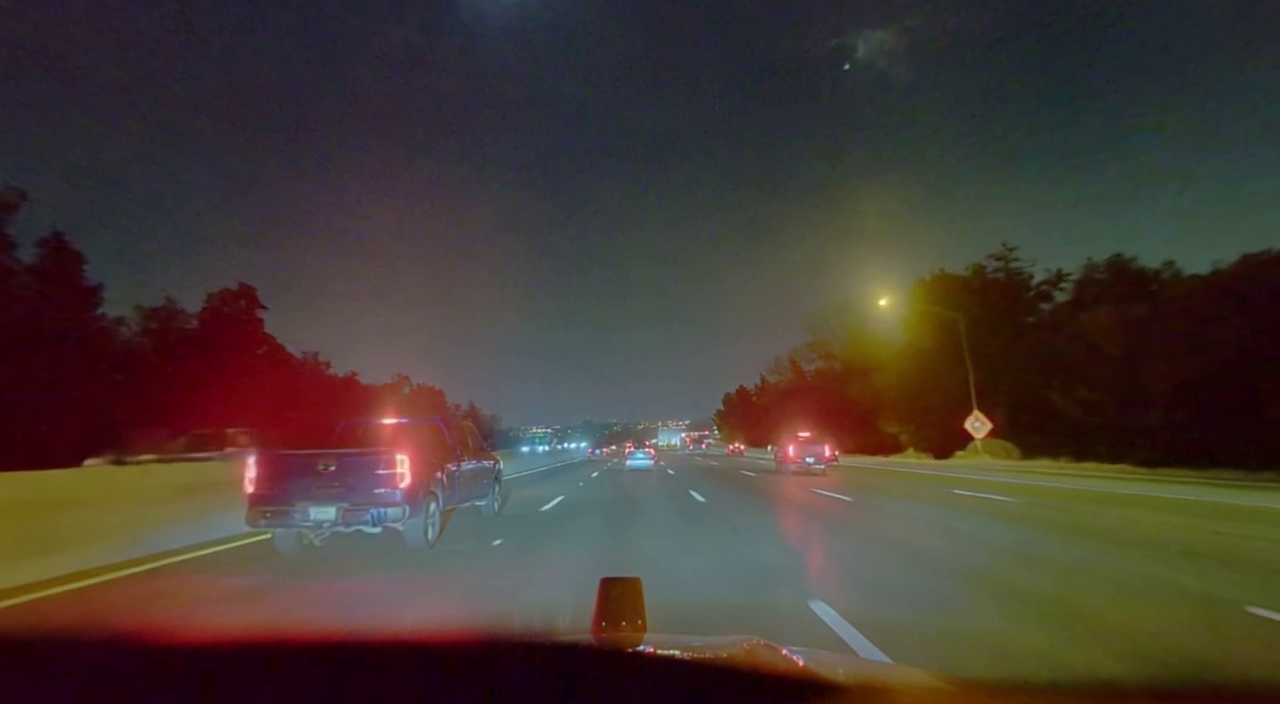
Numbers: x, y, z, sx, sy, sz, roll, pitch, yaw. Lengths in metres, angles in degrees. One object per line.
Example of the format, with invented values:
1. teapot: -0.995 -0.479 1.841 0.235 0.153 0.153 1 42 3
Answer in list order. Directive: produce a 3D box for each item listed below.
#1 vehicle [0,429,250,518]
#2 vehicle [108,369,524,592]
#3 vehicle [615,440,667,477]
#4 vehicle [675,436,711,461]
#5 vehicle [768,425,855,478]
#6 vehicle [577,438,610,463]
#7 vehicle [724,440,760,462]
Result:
1. vehicle: -13.023 2.975 16.126 2.384 1.827 5.905 0 -9 -1
2. vehicle: -3.435 1.583 8.588 2.487 1.979 5.742 -1 -9 2
3. vehicle: 0.030 4.575 27.383 2.071 1.464 4.162 0 -9 0
4. vehicle: 3.944 7.360 48.076 2.272 1.803 5.416 0 -9 0
5. vehicle: 6.840 4.063 25.796 2.094 1.916 5.099 0 -9 0
6. vehicle: -3.385 7.301 46.762 2.140 1.720 4.410 0 -9 0
7. vehicle: 7.288 7.138 45.479 1.894 1.511 4.148 0 -9 -1
